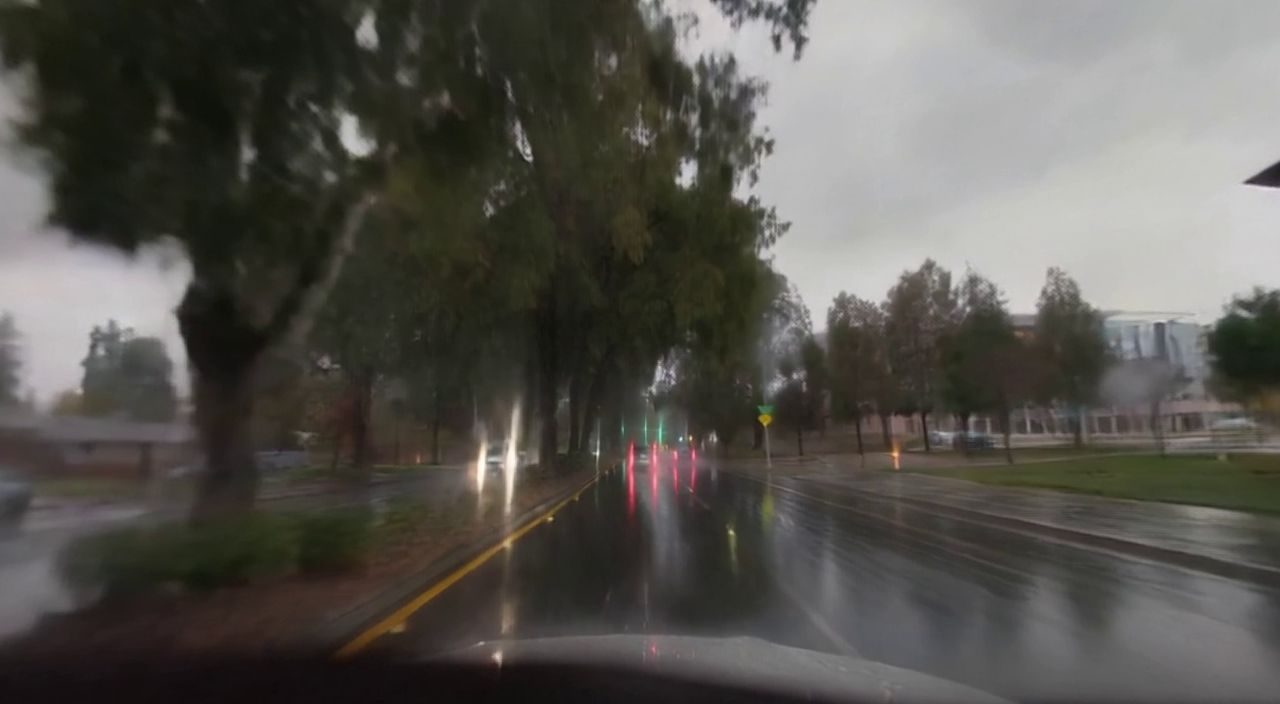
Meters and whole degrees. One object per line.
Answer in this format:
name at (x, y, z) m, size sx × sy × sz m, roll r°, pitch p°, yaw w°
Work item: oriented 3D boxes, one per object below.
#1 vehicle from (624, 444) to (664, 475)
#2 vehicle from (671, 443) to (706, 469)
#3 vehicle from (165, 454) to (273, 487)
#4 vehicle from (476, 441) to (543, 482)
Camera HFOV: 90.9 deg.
vehicle at (0.249, 6.008, 35.454) m, size 2.109 × 1.612 × 3.963 m, roll 0°, pitch -9°, yaw 1°
vehicle at (3.565, 7.716, 46.928) m, size 2.189 × 1.766 × 4.495 m, roll 0°, pitch -9°, yaw 0°
vehicle at (-22.381, 6.282, 33.626) m, size 4.330 × 1.656 × 2.001 m, roll -1°, pitch -9°, yaw 3°
vehicle at (-6.245, 5.310, 30.785) m, size 2.247 × 1.825 × 4.618 m, roll 0°, pitch -9°, yaw 1°
